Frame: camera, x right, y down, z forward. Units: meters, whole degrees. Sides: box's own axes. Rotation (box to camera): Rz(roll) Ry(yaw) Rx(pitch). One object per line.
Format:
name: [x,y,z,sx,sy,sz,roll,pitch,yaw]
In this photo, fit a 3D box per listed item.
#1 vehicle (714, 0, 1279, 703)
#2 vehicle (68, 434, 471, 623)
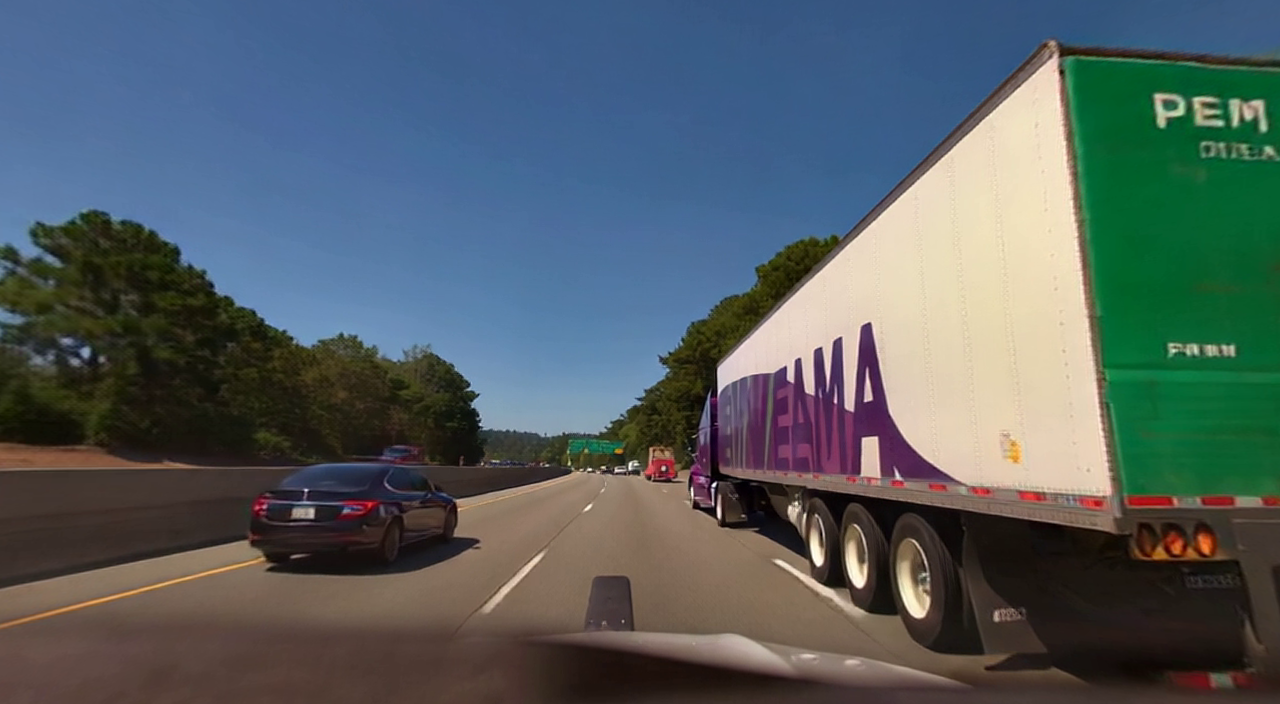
vehicle: [3.534,1.212,10.141,2.856,4.040,14.009,1,-10,-1]
vehicle: [-3.866,1.975,7.963,2.010,1.580,4.949,1,-10,1]
